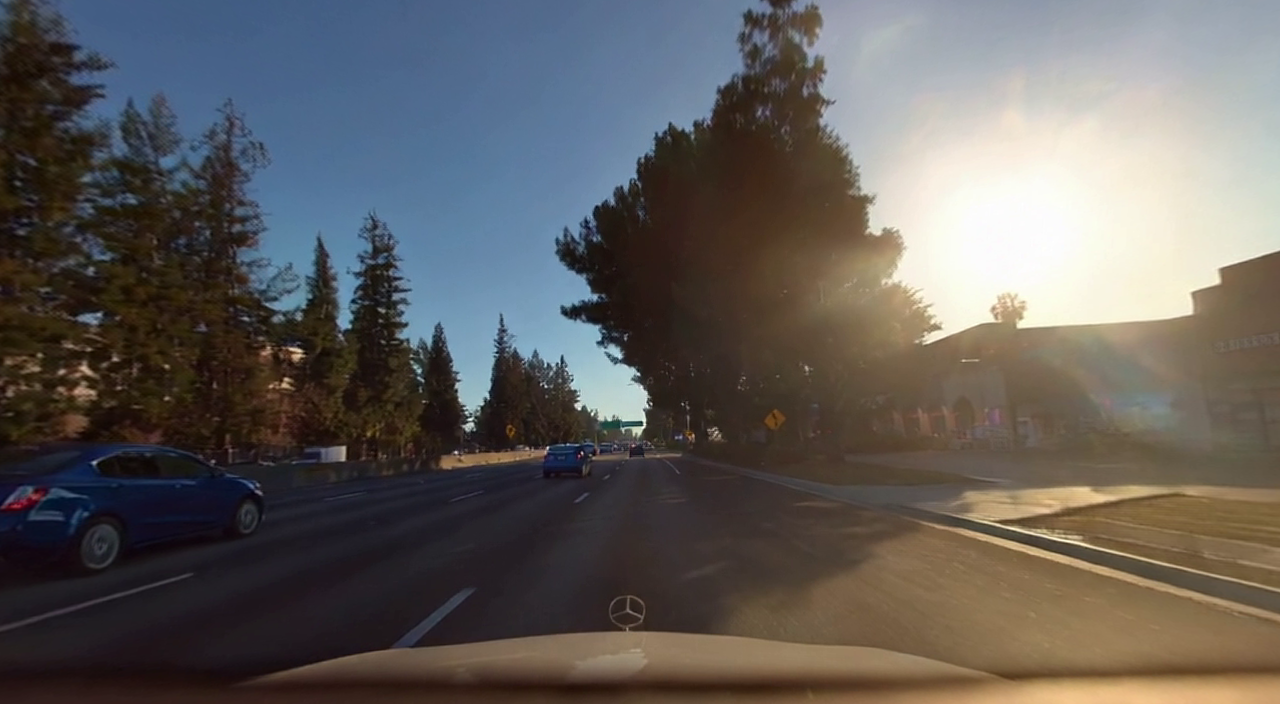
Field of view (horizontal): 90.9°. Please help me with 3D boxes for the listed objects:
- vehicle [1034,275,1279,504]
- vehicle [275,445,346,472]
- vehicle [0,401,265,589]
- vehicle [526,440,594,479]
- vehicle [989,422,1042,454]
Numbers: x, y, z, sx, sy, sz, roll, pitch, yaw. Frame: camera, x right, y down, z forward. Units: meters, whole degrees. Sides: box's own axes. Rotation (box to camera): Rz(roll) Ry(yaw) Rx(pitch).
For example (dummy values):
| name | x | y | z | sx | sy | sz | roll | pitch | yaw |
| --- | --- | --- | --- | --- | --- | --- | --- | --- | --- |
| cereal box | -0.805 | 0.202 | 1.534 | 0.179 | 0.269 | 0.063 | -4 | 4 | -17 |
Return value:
| name | x | y | z | sx | sy | sz | roll | pitch | yaw |
| --- | --- | --- | --- | --- | --- | --- | --- | --- | --- |
| vehicle | 11.924 | 0.708 | 10.917 | 2.995 | 3.704 | 10.928 | 0 | -9 | -1 |
| vehicle | -22.474 | 7.256 | 43.240 | 2.134 | 1.711 | 4.975 | 0 | -9 | 1 |
| vehicle | -6.911 | 1.576 | 7.508 | 2.043 | 1.726 | 4.472 | 0 | -9 | 1 |
| vehicle | -3.242 | 4.469 | 26.424 | 2.152 | 1.479 | 4.394 | 0 | -9 | 1 |
| vehicle | 24.988 | 5.758 | 42.145 | 2.342 | 2.007 | 5.843 | -3 | -9 | 25 |
